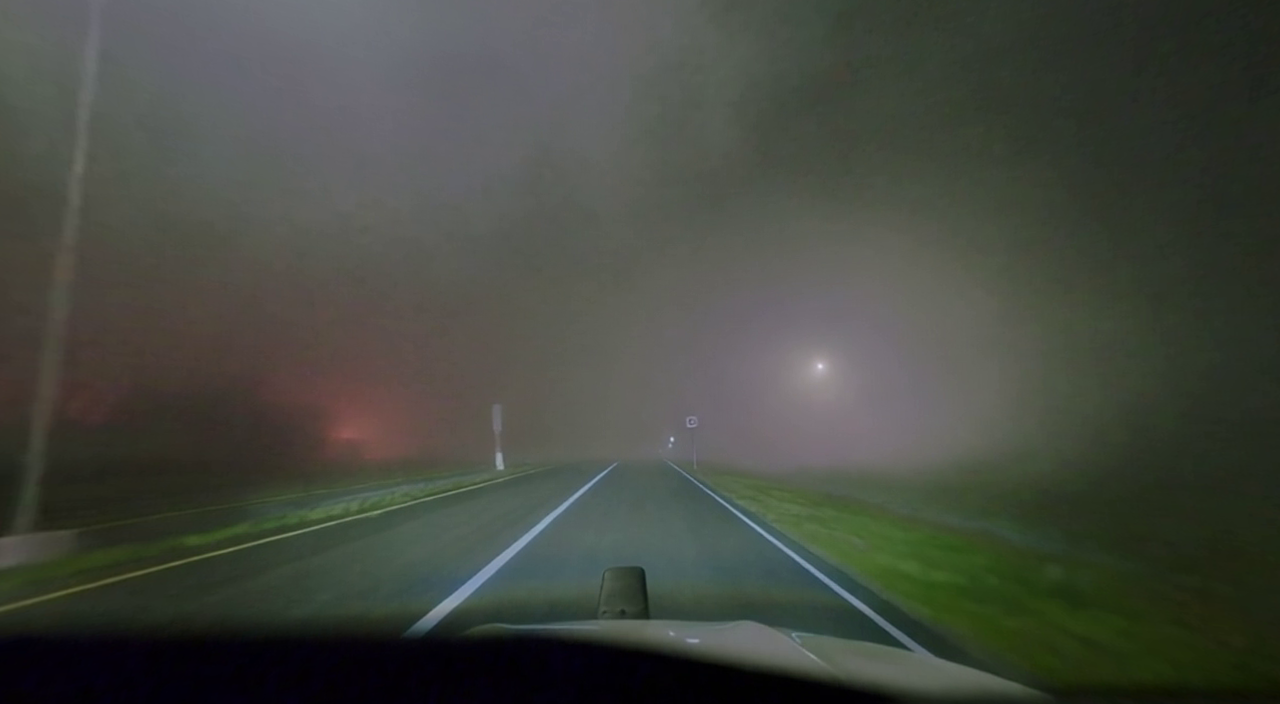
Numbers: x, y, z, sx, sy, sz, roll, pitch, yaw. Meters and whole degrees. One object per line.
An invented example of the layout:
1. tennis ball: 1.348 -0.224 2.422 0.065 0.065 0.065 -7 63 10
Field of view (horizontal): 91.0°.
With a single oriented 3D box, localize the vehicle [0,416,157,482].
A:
1. vehicle: -41.719 6.754 44.226 2.890 4.058 17.562 1 -8 -4
